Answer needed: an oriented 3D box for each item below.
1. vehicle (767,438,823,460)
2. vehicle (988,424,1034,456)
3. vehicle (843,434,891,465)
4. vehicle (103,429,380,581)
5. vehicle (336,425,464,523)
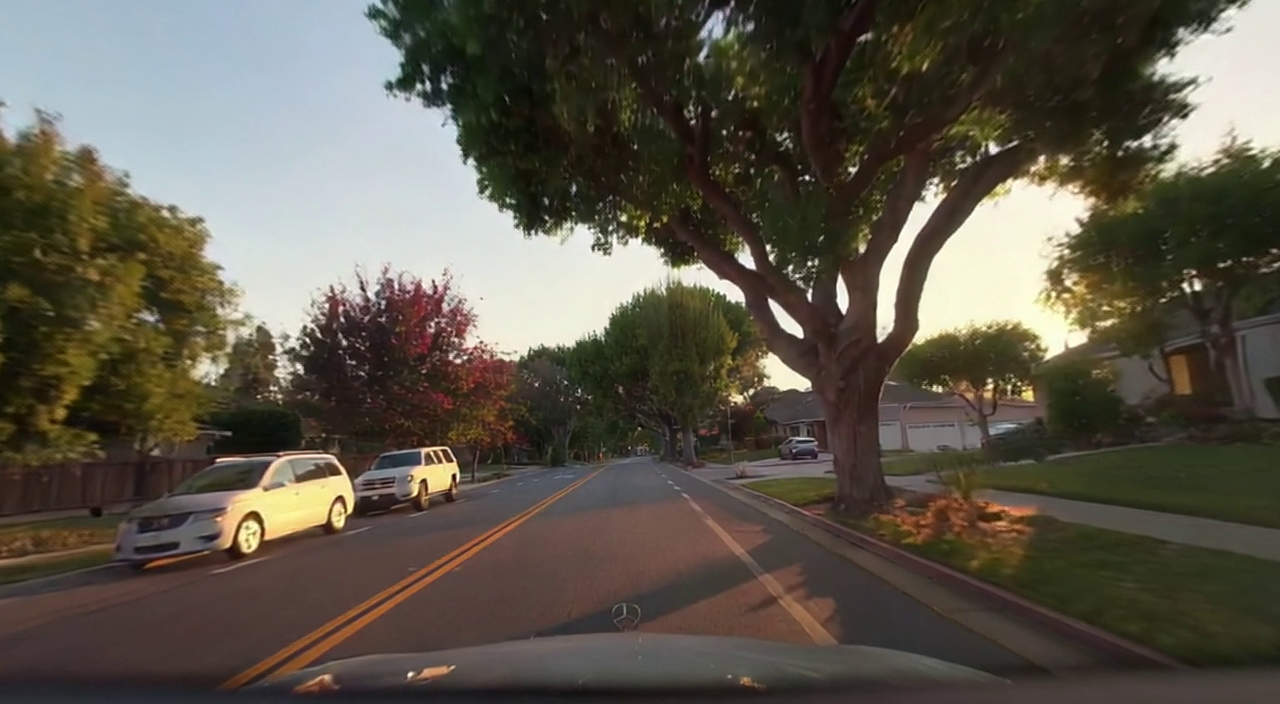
[{"bbox_3d":[9.260,5.855,38.106,1.922,1.263,4.664,0,-9,-3],"label":"vehicle"},{"bbox_3d":[21.687,5.163,37.066,1.956,1.632,3.922,-9,-11,27],"label":"vehicle"},{"bbox_3d":[13.690,5.862,37.912,1.860,1.697,4.292,-5,-10,30],"label":"vehicle"},{"bbox_3d":[-6.967,2.699,11.867,2.173,2.020,4.770,-6,-10,-1],"label":"vehicle"},{"bbox_3d":[-6.872,3.523,18.601,2.057,2.317,4.386,-6,-10,-1],"label":"vehicle"}]
